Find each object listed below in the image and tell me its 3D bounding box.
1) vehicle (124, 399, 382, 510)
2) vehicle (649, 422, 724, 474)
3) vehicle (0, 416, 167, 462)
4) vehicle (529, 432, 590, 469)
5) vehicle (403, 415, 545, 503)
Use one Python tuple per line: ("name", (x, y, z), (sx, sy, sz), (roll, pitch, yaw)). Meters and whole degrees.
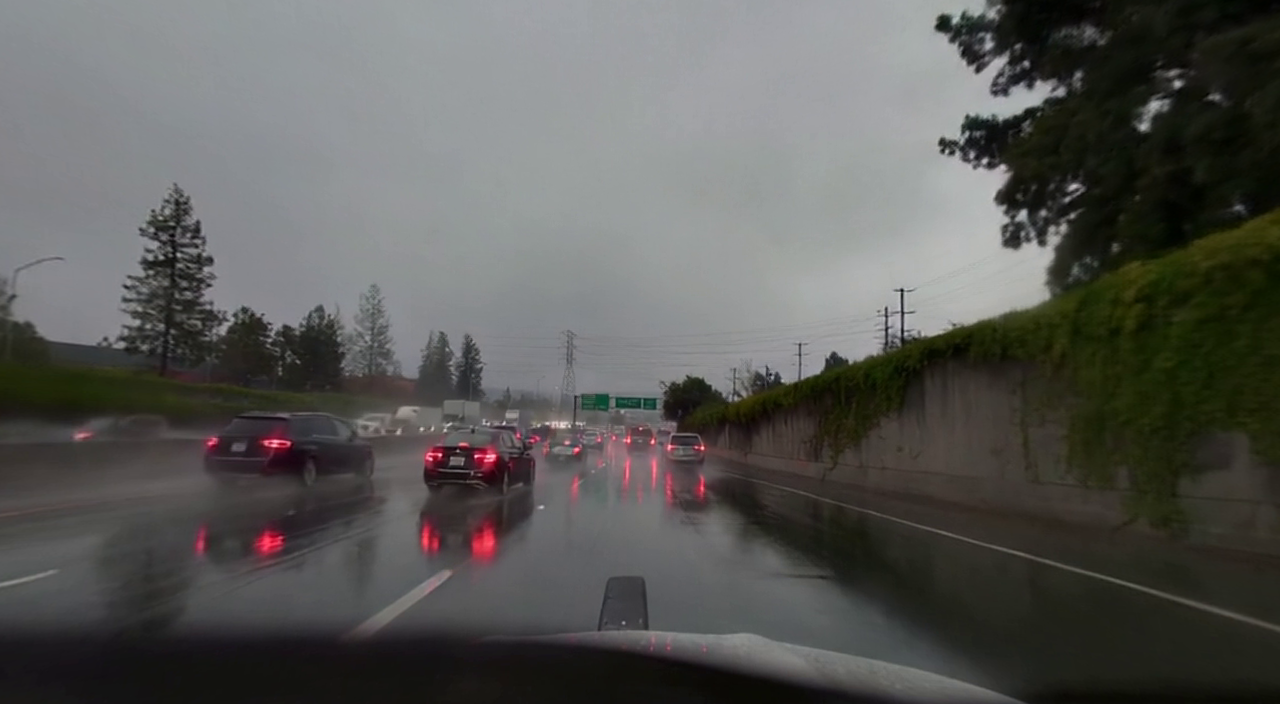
("vehicle", (-7.341, 2.017, 12.752), (2.222, 1.825, 4.640), (0, -8, 0))
("vehicle", (1.932, 4.338, 28.700), (2.793, 2.132, 5.682), (0, -8, -2))
("vehicle", (-20.148, 3.209, 23.115), (1.871, 1.485, 4.758), (0, -8, 1))
("vehicle", (-3.497, 4.414, 28.415), (2.049, 1.530, 4.707), (0, -8, 1))
("vehicle", (-3.617, 2.437, 14.715), (2.026, 1.719, 4.490), (0, -8, 1))
